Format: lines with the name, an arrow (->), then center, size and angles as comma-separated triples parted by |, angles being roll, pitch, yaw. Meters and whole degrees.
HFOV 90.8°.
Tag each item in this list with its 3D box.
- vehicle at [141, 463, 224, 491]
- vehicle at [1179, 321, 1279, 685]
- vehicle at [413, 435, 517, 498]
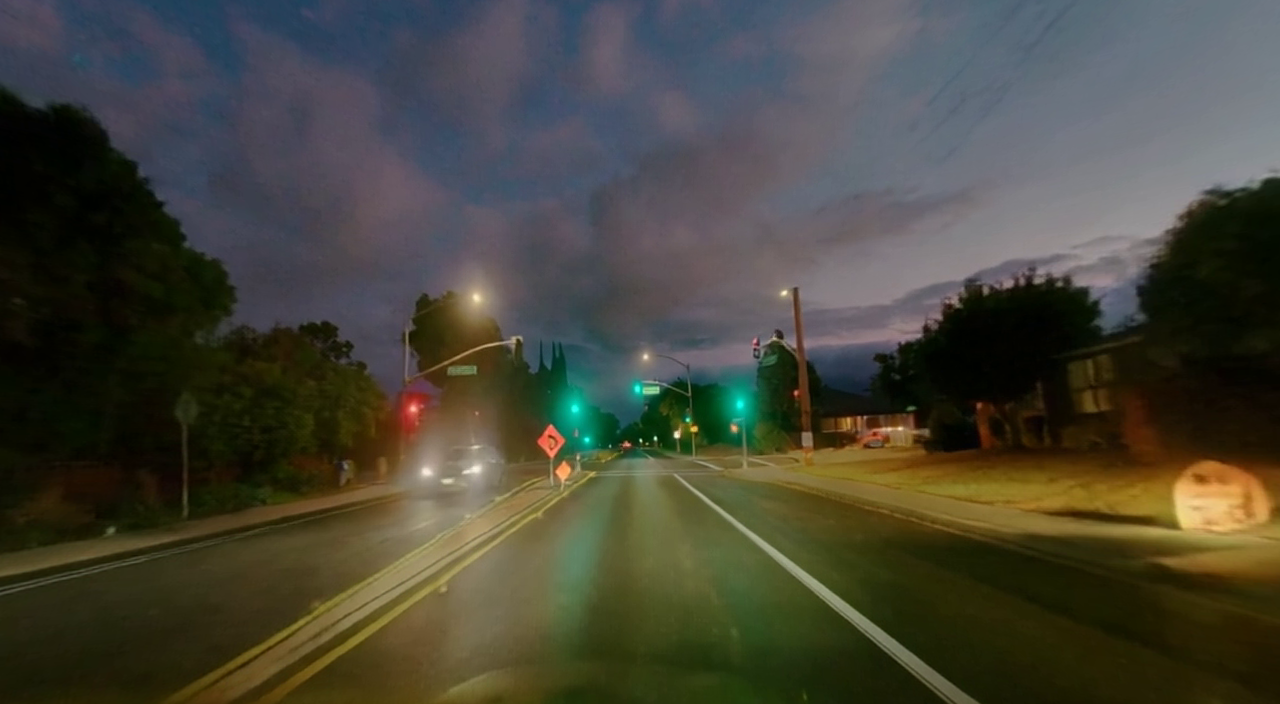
vehicle -> -33.821, 9.240, 46.807 | 4.433, 1.908, 2.090 | 0, -8, -4
vehicle -> 4.680, 0.520, 1.322 | 2.404, 2.054, 5.588 | -1, -9, 4
vehicle -> -5.805, 3.857, 21.662 | 2.240, 1.879, 4.847 | 0, -9, -1
